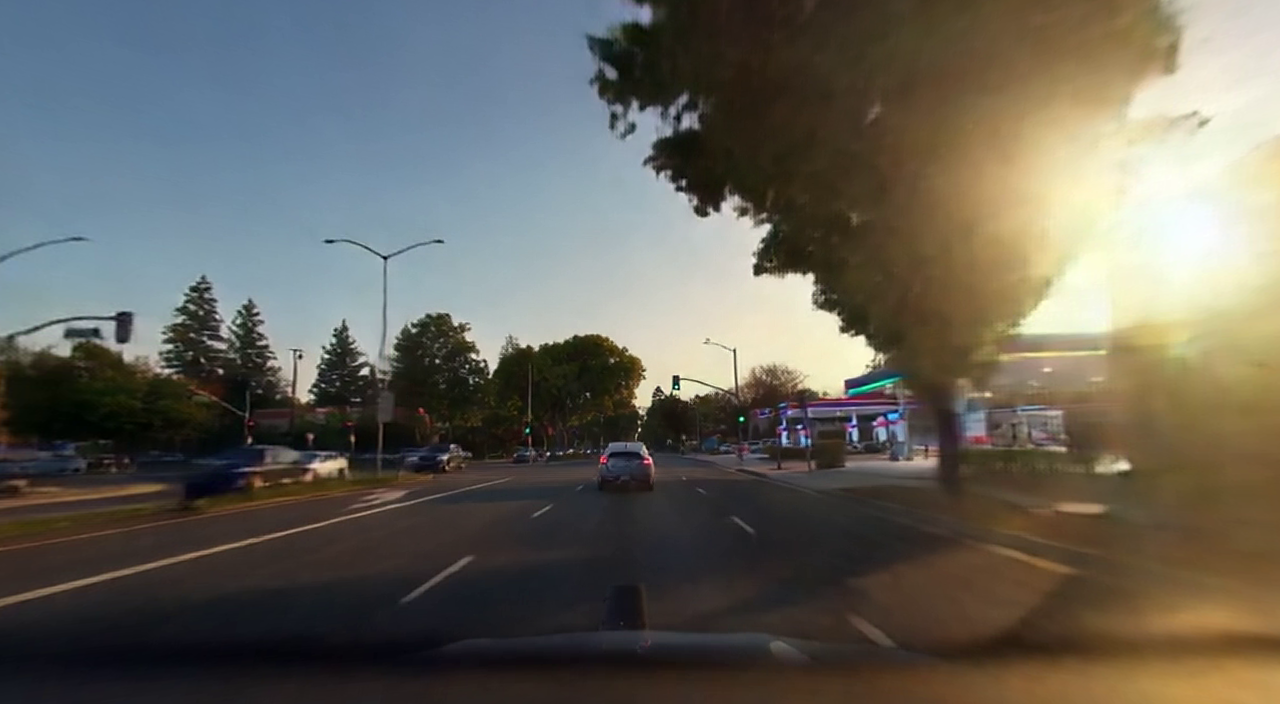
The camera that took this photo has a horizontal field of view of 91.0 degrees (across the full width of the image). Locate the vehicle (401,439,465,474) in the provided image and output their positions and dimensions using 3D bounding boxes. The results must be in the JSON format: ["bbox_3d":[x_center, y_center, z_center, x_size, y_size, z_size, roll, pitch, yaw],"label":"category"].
[{"bbox_3d":[-12.639,6.386,38.810,2.161,1.950,4.962,0,-8,1],"label":"vehicle"}]

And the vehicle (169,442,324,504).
[{"bbox_3d":[-12.124,3.710,19.845,1.999,1.695,4.334,0,-9,1],"label":"vehicle"}]

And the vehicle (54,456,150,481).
[{"bbox_3d":[-35.234,7.654,41.312,4.377,1.521,1.965,1,-8,-3],"label":"vehicle"}]

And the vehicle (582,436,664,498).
[{"bbox_3d":[-0.429,3.230,18.093,2.062,1.519,4.214,0,-8,0],"label":"vehicle"}]
